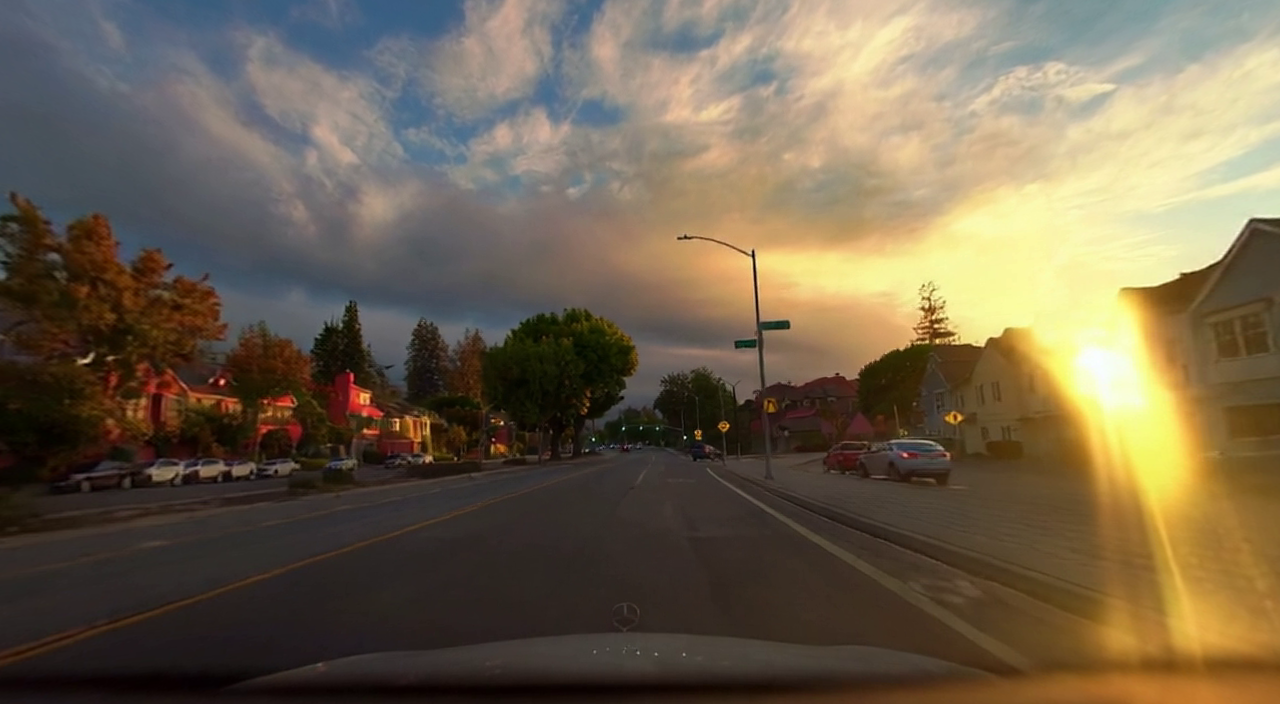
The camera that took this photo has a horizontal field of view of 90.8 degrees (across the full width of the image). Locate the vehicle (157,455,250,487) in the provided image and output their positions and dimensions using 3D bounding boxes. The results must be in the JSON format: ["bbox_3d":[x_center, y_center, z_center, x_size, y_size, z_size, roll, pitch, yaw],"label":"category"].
[{"bbox_3d":[-27.610,7.504,40.234,2.076,1.815,4.985,-1,-9,5],"label":"vehicle"}]

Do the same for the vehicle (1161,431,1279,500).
[{"bbox_3d":[15.683,2.755,15.489,1.940,1.556,4.542,0,-8,1],"label":"vehicle"}]

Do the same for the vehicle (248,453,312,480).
[{"bbox_3d":[-27.163,8.735,47.880,1.936,1.723,4.573,-4,-13,3],"label":"vehicle"}]

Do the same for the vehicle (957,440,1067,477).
[{"bbox_3d":[16.108,4.639,27.730,1.969,1.465,4.930,0,-8,2],"label":"vehicle"}]

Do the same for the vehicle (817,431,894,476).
[{"bbox_3d":[9.172,4.486,27.318,2.004,1.476,4.588,-4,-14,4],"label":"vehicle"}]

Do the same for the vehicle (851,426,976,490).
[{"bbox_3d":[9.096,3.719,21.541,1.923,1.741,4.683,-3,-13,-2],"label":"vehicle"}]

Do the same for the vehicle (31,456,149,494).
[{"bbox_3d":[-28.113,6.408,32.517,1.983,1.691,4.336,-3,-13,2],"label":"vehicle"}]
